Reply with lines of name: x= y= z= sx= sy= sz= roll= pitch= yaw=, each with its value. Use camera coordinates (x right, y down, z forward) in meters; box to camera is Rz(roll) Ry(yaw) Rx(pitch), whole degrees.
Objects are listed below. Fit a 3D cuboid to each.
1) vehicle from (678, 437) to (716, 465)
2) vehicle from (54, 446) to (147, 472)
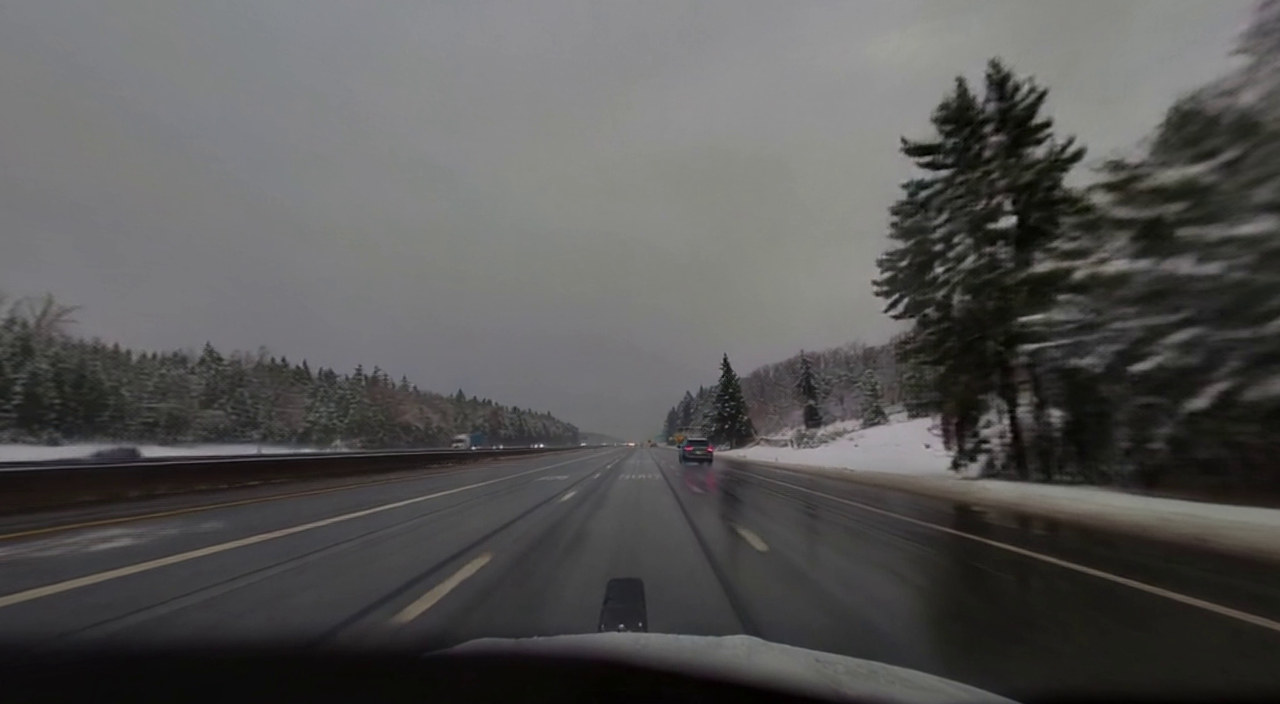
vehicle: x=4.115 y=7.202 z=46.141 sx=2.172 sy=1.930 sz=4.879 roll=0 pitch=-8 yaw=-2
vehicle: x=-33.035 y=6.528 z=38.801 sx=1.864 sy=1.460 sz=4.330 roll=0 pitch=-8 yaw=0
